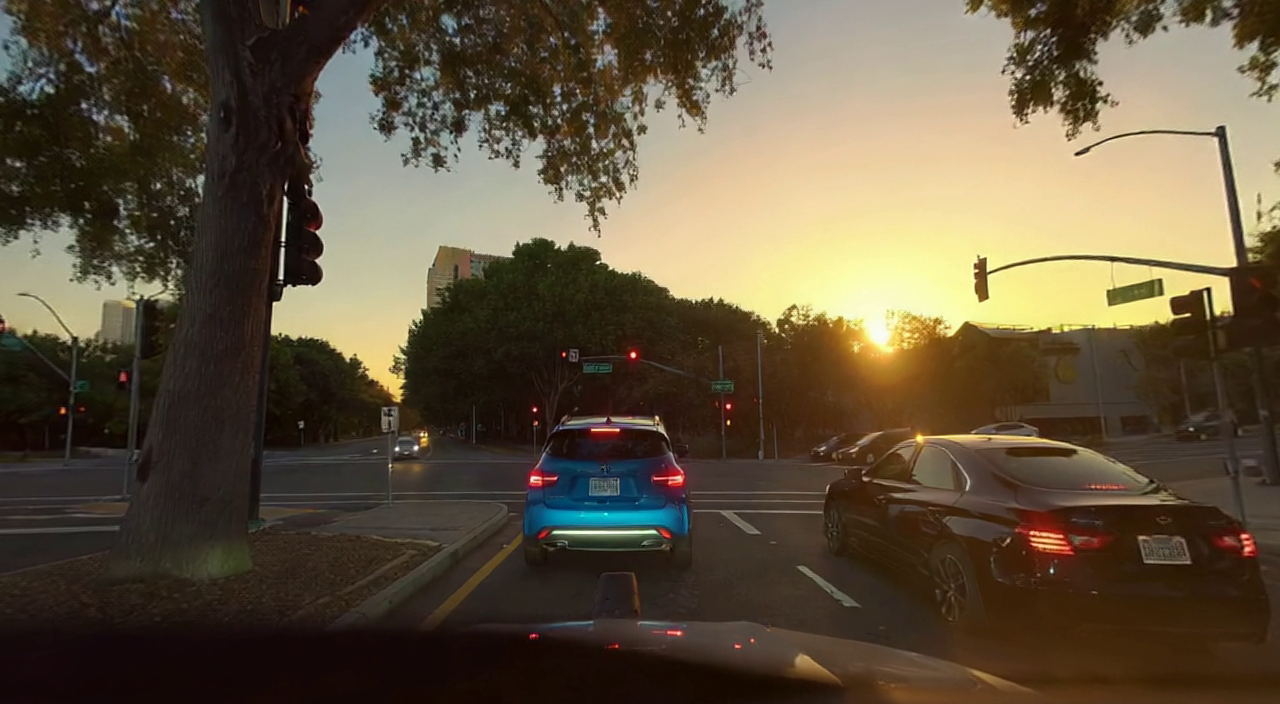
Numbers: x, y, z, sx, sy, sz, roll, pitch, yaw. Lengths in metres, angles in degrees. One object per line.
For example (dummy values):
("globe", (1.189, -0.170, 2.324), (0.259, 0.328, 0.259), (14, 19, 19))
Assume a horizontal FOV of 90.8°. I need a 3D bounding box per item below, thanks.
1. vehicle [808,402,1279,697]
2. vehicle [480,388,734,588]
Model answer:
("vehicle", (3.162, 1.402, 5.763), (1.932, 1.562, 4.629), (0, -9, -1))
("vehicle", (-0.351, 1.524, 7.796), (2.247, 1.760, 4.231), (0, -9, -2))
